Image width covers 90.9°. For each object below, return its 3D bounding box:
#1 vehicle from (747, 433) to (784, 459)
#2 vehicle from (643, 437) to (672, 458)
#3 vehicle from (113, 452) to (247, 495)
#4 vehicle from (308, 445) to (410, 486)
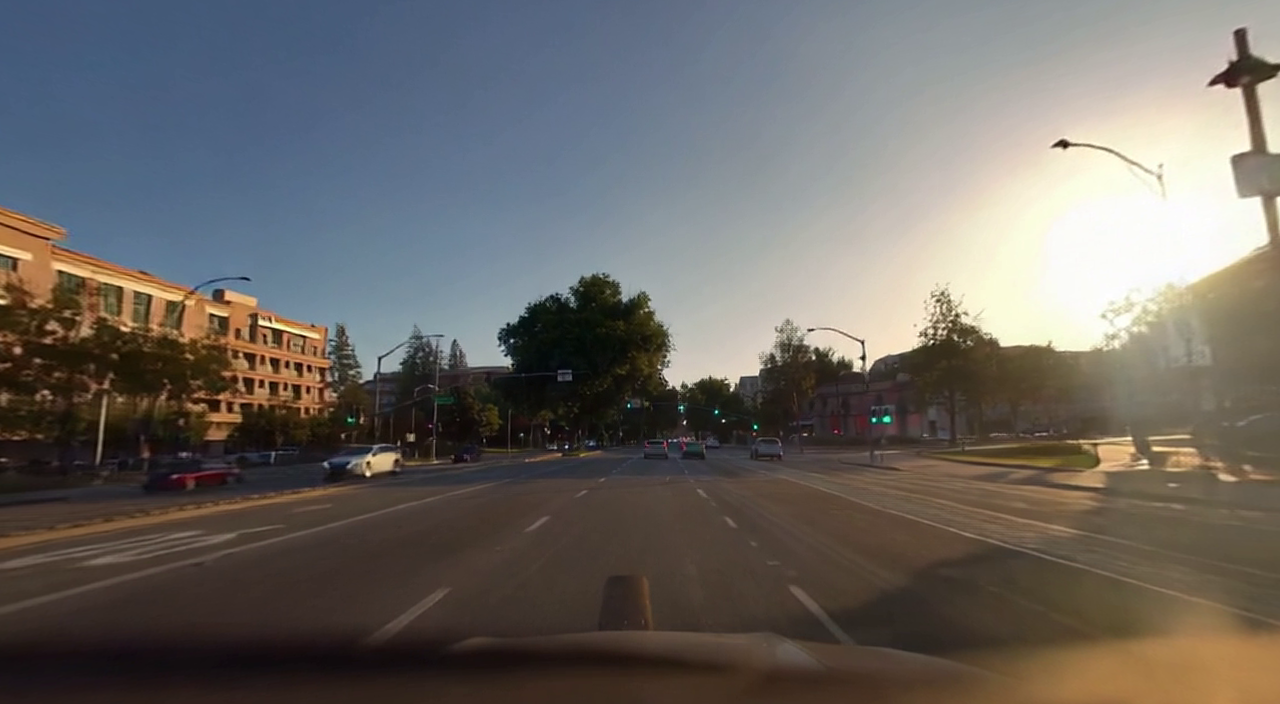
[{"bbox_3d":[9.578,7.218,48.484,2.132,1.892,4.851,-1,-8,3],"label":"vehicle"},{"bbox_3d":[1.301,7.201,47.445,2.099,1.516,4.681,0,-9,2],"label":"vehicle"},{"bbox_3d":[-18.325,4.834,25.451,1.939,1.500,4.547,0,-9,1],"label":"vehicle"},{"bbox_3d":[-11.200,4.538,25.555,1.943,1.463,4.707,0,-9,1],"label":"vehicle"}]
